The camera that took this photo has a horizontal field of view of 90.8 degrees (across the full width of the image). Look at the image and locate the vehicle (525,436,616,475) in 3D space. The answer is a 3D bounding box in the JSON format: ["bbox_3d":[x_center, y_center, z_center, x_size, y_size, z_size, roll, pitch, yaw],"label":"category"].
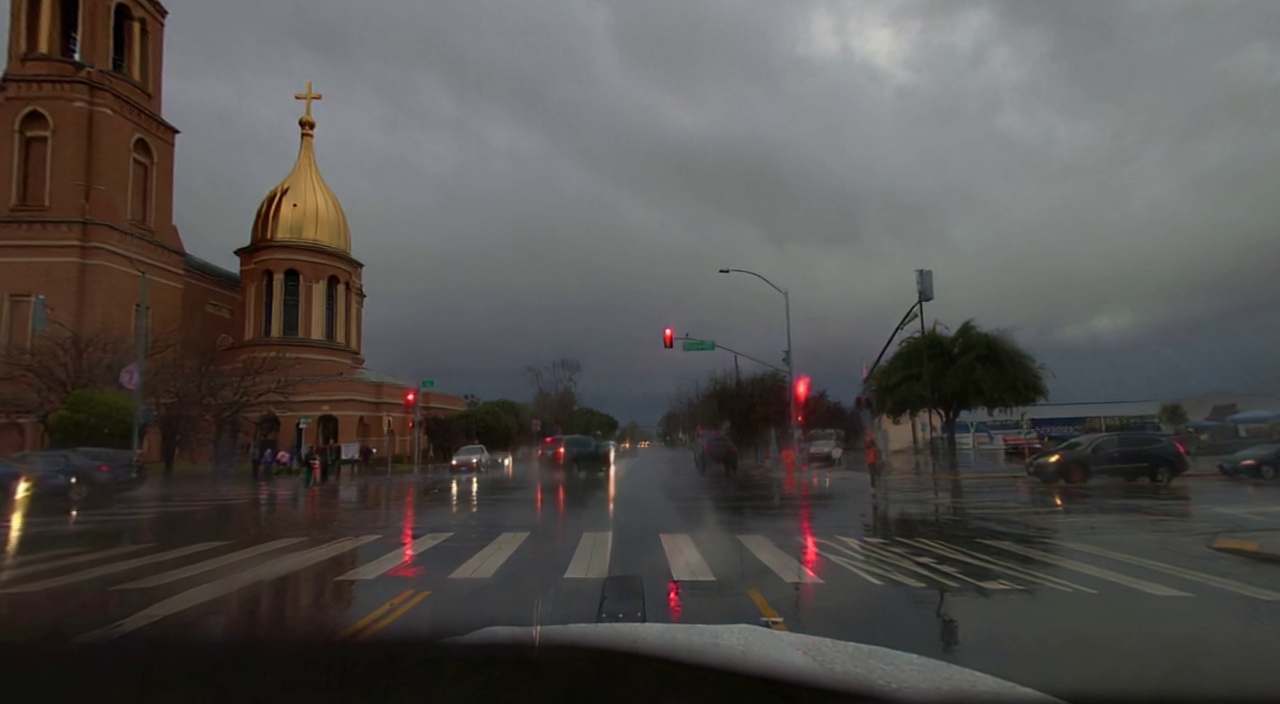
[{"bbox_3d":[-3.305,5.031,30.955,2.051,1.724,4.567,-5,-10,30],"label":"vehicle"}]

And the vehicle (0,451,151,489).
[{"bbox_3d":[-23.351,4.864,26.230,4.479,1.476,1.873,0,-8,1],"label":"vehicle"}]

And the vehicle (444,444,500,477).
[{"bbox_3d":[-10.240,6.604,38.909,2.076,1.876,4.669,0,-8,1],"label":"vehicle"}]

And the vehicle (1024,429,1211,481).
[{"bbox_3d":[19.890,4.304,26.571,5.852,2.057,2.361,0,-8,1],"label":"vehicle"}]

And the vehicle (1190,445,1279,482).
[{"bbox_3d":[26.392,4.678,26.683,4.561,1.475,1.850,0,-8,0],"label":"vehicle"}]

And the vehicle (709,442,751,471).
[{"bbox_3d":[5.839,6.855,41.504,1.969,1.776,4.329,0,-8,-2],"label":"vehicle"}]
